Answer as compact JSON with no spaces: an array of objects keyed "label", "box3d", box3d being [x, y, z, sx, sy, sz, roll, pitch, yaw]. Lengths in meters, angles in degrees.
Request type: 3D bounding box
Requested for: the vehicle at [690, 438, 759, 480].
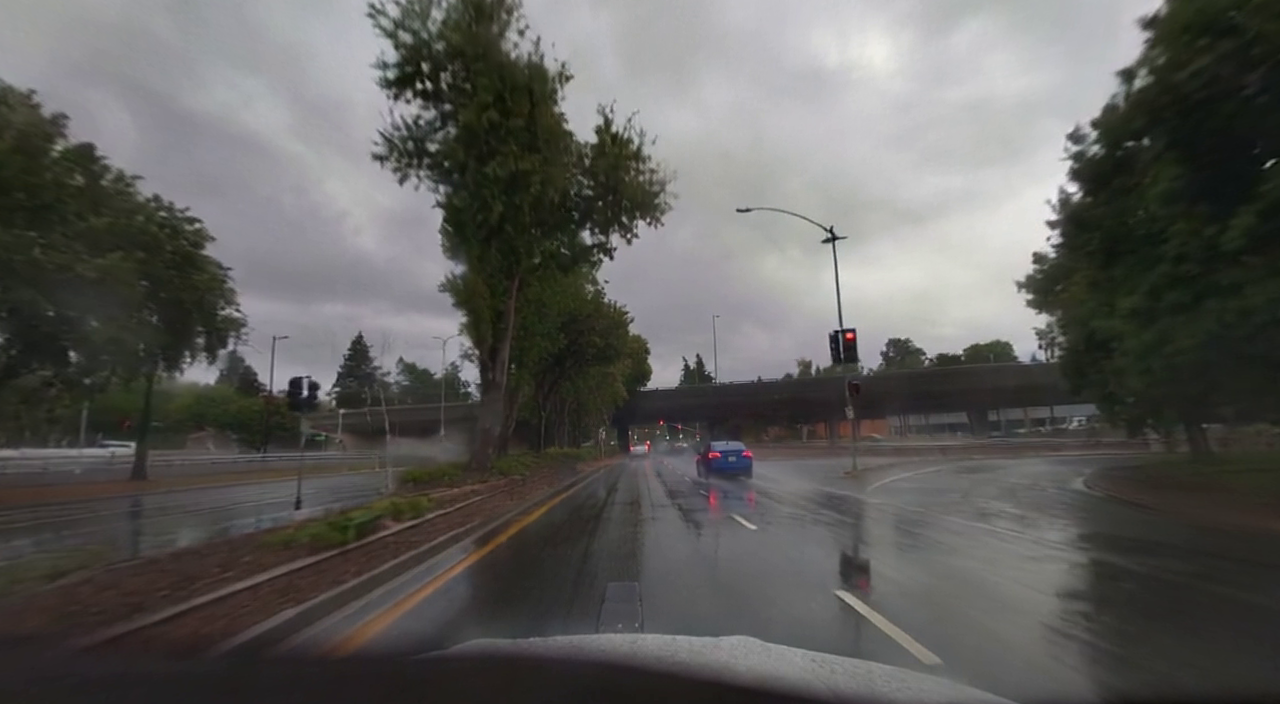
[{"label":"vehicle","box3d":[3.273,4.245,25.395,2.062,1.484,4.332,0,-8,-1]}]
